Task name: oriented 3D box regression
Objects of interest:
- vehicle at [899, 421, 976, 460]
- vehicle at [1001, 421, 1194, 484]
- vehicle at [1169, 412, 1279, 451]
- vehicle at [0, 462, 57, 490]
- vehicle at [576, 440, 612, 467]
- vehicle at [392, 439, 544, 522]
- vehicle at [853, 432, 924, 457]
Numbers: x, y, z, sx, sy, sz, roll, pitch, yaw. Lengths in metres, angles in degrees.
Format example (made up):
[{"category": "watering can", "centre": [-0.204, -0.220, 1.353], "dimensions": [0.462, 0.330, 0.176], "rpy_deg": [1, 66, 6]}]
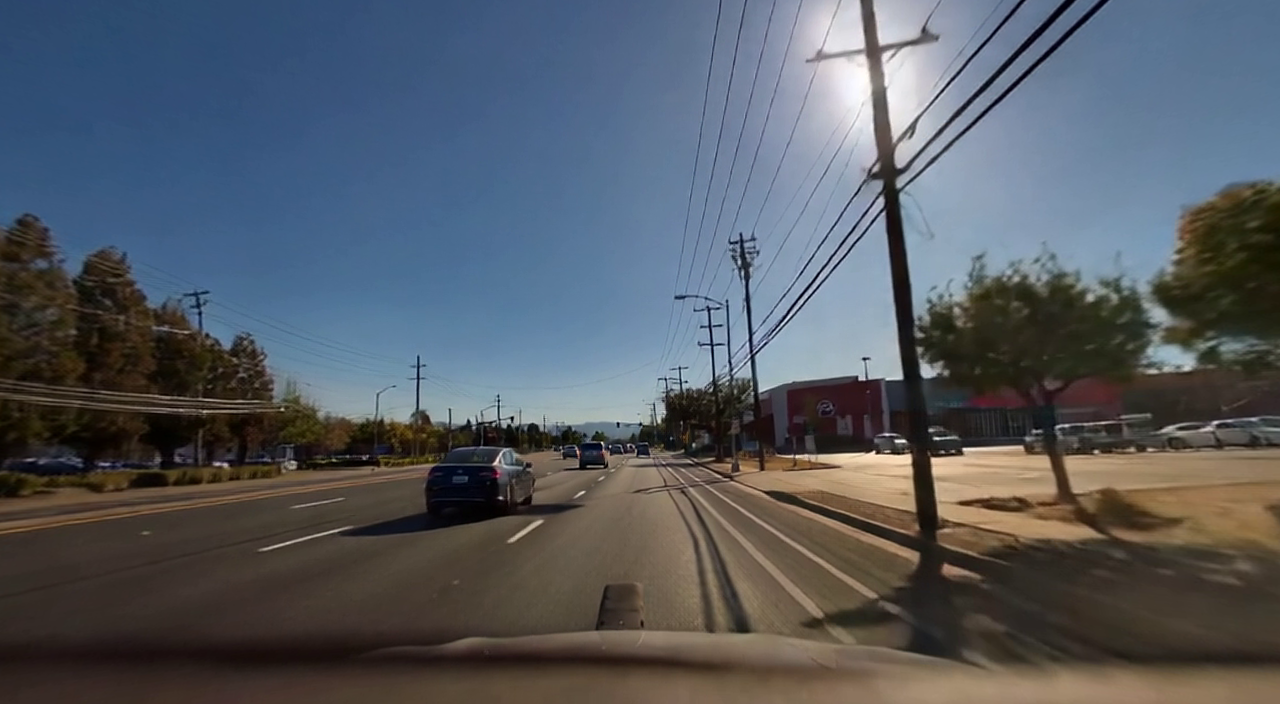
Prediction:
[{"category": "vehicle", "centre": [16.857, 4.998, 35.562], "dimensions": [4.319, 1.812, 2.020], "rpy_deg": [2, -10, -38]}, {"category": "vehicle", "centre": [12.294, 2.779, 17.420], "dimensions": [1.938, 1.495, 4.639], "rpy_deg": [0, -9, 2]}, {"category": "vehicle", "centre": [28.780, 3.932, 30.649], "dimensions": [1.985, 1.739, 4.397], "rpy_deg": [1, -9, -4]}, {"category": "vehicle", "centre": [-40.342, 7.826, 39.818], "dimensions": [4.560, 1.649, 2.040], "rpy_deg": [1, -9, -7]}, {"category": "vehicle", "centre": [-3.149, 7.021, 43.664], "dimensions": [2.087, 1.736, 4.311], "rpy_deg": [0, -9, 1]}, {"category": "vehicle", "centre": [-3.471, 2.692, 13.741], "dimensions": [1.942, 1.469, 4.426], "rpy_deg": [0, -9, 2]}, {"category": "vehicle", "centre": [16.716, 6.228, 42.284], "dimensions": [4.497, 1.548, 1.997], "rpy_deg": [6, -10, -30]}]
